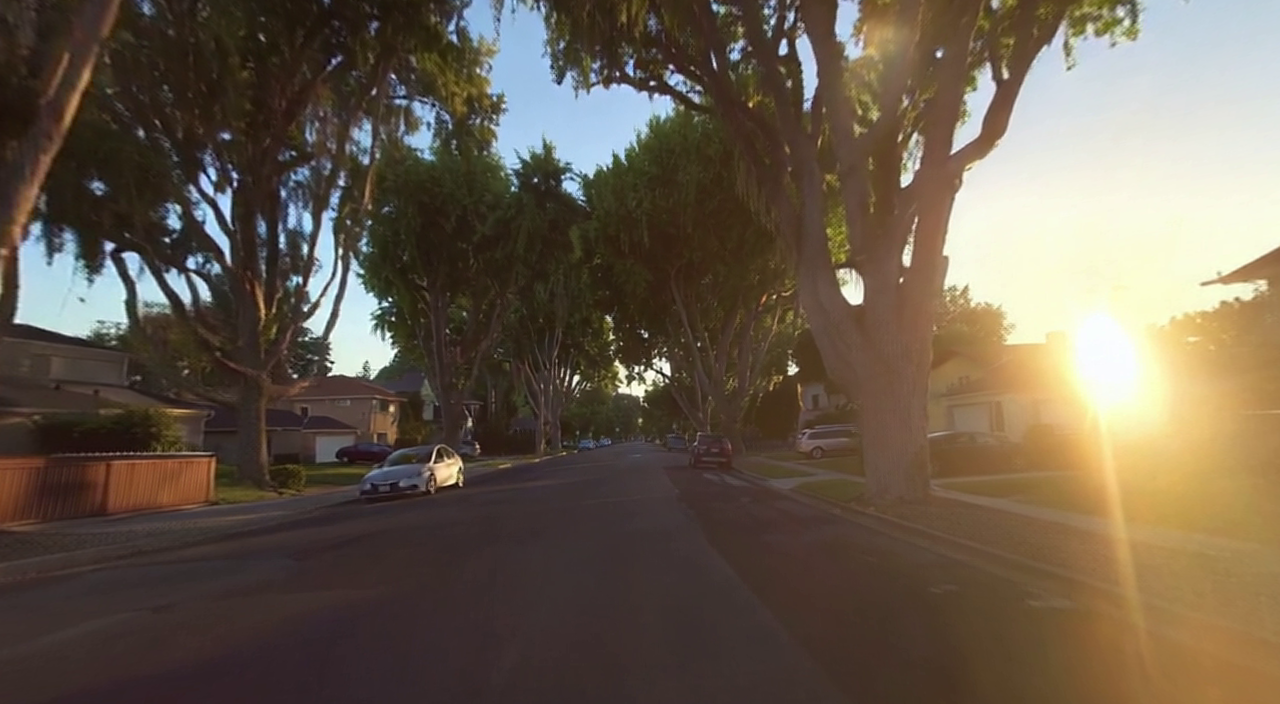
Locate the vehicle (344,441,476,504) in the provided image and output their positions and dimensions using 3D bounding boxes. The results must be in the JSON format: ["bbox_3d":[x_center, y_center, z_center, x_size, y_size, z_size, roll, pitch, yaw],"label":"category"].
[{"bbox_3d":[-6.428,3.377,18.243,2.099,1.399,4.357,-4,-8,1],"label":"vehicle"}]

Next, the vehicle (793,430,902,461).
[{"bbox_3d":[10.408,4.769,32.111,5.041,1.486,1.969,-2,-9,14],"label":"vehicle"}]

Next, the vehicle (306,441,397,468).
[{"bbox_3d":[-16.286,5.809,35.783,4.276,1.463,1.832,-1,-8,7],"label":"vehicle"}]

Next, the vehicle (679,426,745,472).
[{"bbox_3d":[3.126,4.378,28.587,2.241,1.875,5.059,0,-8,-1],"label":"vehicle"}]
